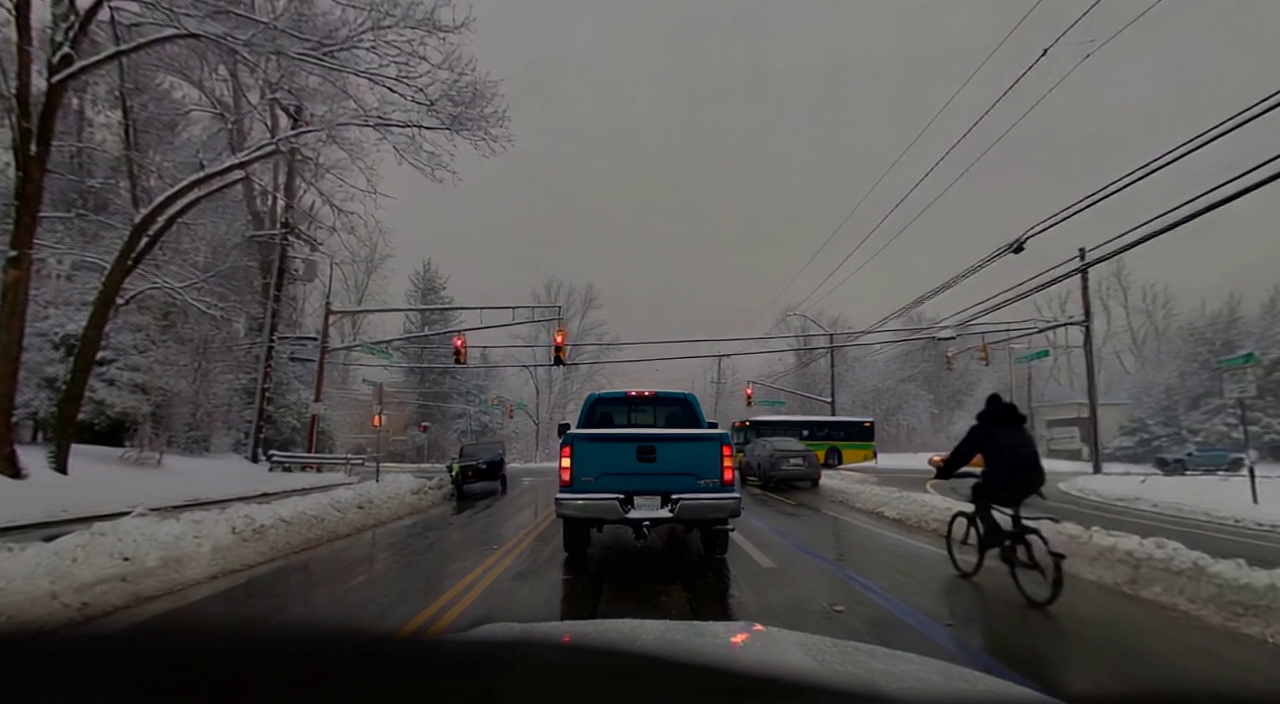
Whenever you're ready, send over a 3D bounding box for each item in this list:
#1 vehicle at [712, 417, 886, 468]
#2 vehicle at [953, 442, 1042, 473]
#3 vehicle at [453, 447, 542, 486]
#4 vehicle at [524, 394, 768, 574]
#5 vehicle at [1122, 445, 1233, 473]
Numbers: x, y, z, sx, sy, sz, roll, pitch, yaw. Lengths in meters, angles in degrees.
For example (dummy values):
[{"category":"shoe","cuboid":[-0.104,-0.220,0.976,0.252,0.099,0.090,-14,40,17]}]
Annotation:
[{"category":"vehicle","cuboid":[10.364,6.049,42.129,10.726,3.128,3.003,-1,-8,0]},{"category":"vehicle","cuboid":[25.179,7.426,44.595,5.077,2.008,1.991,2,-9,-3]},{"category":"vehicle","cuboid":[-6.257,5.073,28.305,1.935,1.490,4.578,-4,-8,16]},{"category":"vehicle","cuboid":[-0.001,1.868,9.864,2.707,1.964,5.485,0,-8,-1]},{"category":"vehicle","cuboid":[34.966,6.964,41.186,5.426,1.728,1.999,0,-8,-2]}]
